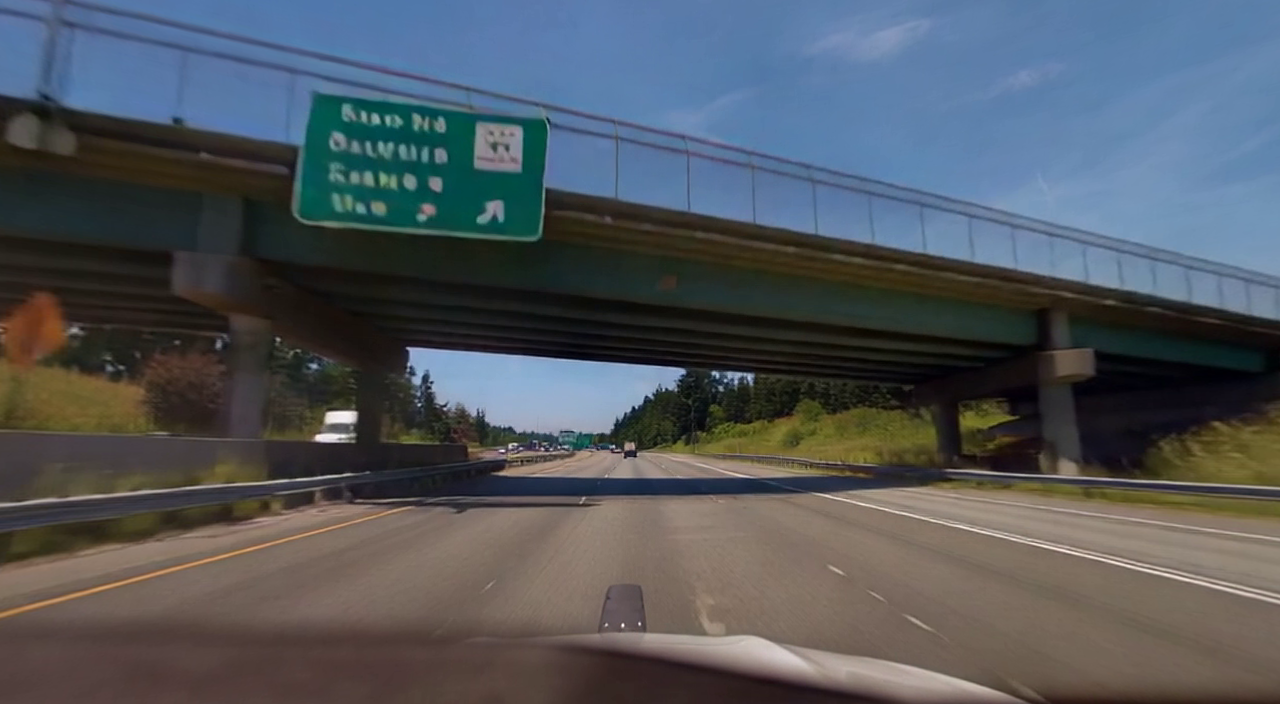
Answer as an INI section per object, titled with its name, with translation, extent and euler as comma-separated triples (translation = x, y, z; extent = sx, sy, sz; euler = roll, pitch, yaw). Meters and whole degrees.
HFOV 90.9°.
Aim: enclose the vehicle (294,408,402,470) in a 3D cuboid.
[vehicle]
translation = -15.904, 4.893, 34.965
extent = 2.704, 3.067, 6.758
euler = 0, -9, 0
